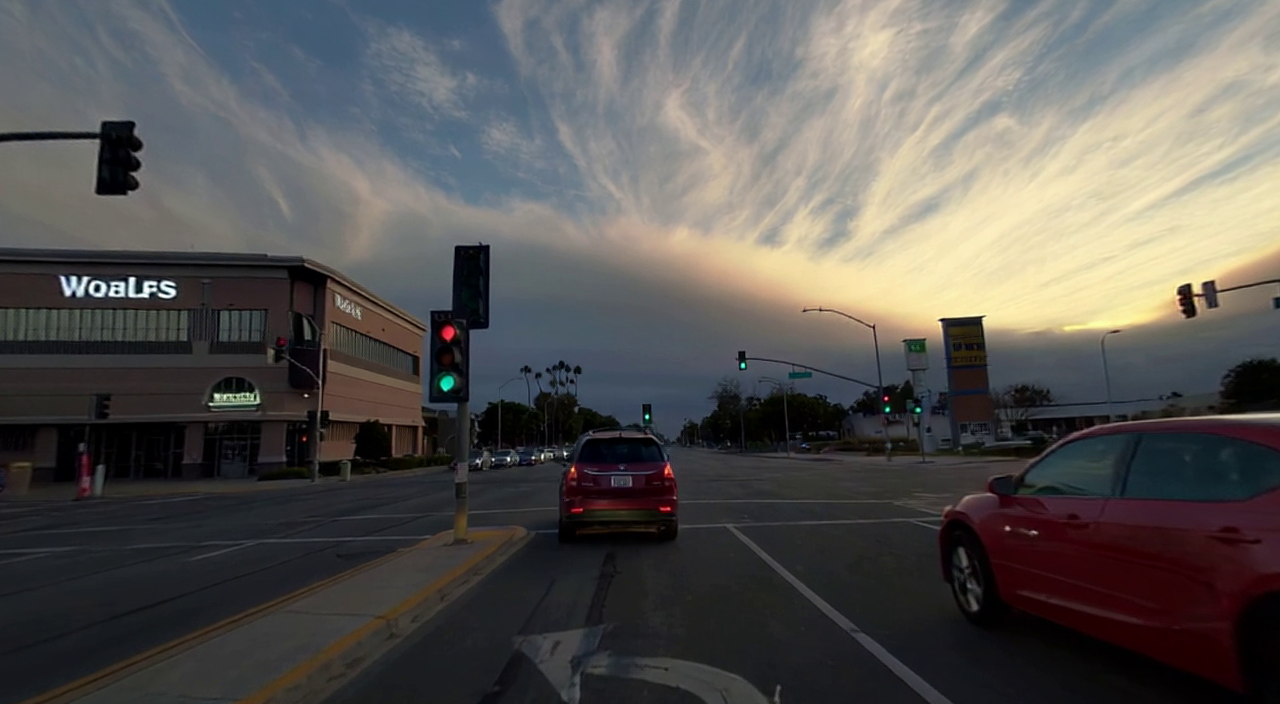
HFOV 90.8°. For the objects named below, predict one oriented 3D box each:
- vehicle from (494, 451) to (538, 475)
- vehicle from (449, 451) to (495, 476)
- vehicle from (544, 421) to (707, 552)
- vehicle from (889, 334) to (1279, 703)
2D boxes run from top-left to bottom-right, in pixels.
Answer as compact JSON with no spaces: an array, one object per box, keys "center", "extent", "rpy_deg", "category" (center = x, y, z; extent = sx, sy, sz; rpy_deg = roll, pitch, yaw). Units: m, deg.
[{"center":[-8.596,7.709,44.150],"extent":[2.163,1.529,4.210],"rpy_deg":[-1,-9,1],"category":"vehicle"},{"center":[-11.857,7.869,44.818],"extent":[2.005,1.596,4.342],"rpy_deg":[-1,-9,1],"category":"vehicle"},{"center":[-0.396,2.175,10.966],"extent":[2.238,1.762,4.445],"rpy_deg":[1,-9,-5],"category":"vehicle"},{"center":[3.214,0.943,3.244],"extent":[2.040,1.674,4.455],"rpy_deg":[0,-9,0],"category":"vehicle"}]
